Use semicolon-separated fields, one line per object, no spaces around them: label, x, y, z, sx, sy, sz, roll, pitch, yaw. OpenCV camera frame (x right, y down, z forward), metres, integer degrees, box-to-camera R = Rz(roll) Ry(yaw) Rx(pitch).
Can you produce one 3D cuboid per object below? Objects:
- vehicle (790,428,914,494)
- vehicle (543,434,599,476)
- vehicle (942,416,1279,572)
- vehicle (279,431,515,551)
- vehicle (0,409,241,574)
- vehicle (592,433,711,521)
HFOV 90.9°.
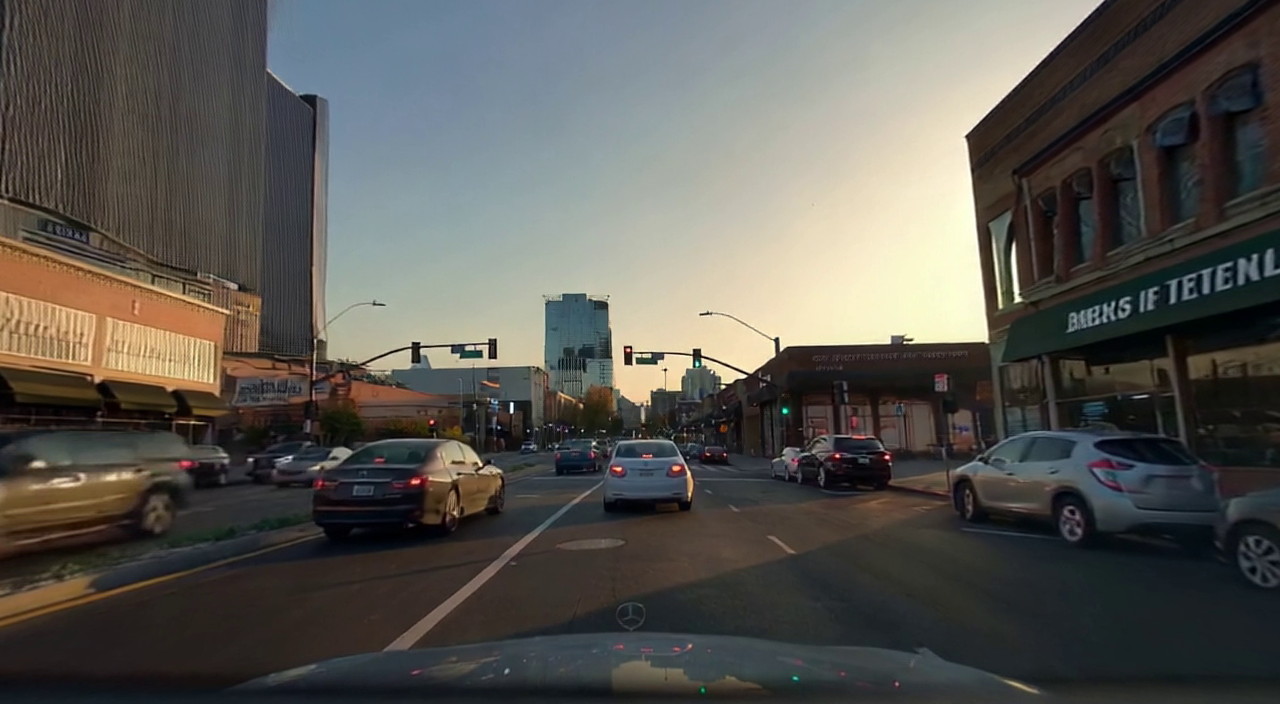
vehicle;6.639;3.489;20.538;2.289;1.867;5.322;0;-9;1
vehicle;-3.083;4.717;29.042;2.007;1.736;4.185;0;-9;1
vehicle;6.647;1.921;9.347;1.986;1.722;4.516;0;-9;-2
vehicle;-3.425;2.039;9.949;1.950;1.450;4.257;0;-9;1
vehicle;-7.686;1.691;8.108;2.029;1.700;4.602;0;-9;1
vehicle;0.171;2.456;12.935;2.037;1.484;4.073;0;-9;-1
